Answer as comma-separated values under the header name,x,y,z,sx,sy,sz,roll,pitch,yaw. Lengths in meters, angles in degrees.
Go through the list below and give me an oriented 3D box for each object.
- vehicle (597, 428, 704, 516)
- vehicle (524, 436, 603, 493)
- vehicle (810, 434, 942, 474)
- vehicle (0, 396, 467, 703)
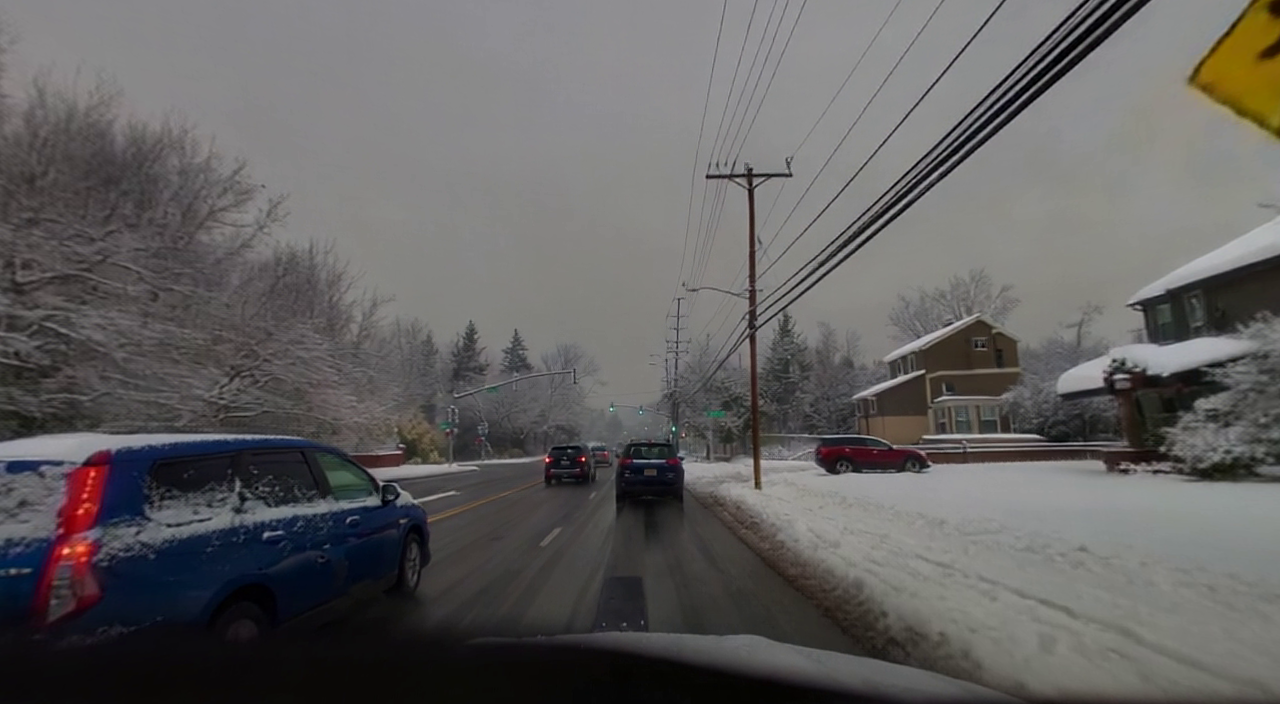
name,x,y,z,sx,sy,sz,roll,pitch,yaw
vehicle,0.215,2.692,14.537,2.120,1.718,3.909,0,-9,0
vehicle,-2.449,3.746,21.313,2.000,1.737,4.133,0,-9,2
vehicle,9.313,4.057,25.143,4.456,1.504,1.914,0,-9,1
vehicle,-2.837,1.211,4.074,1.968,1.472,4.685,0,-9,2
